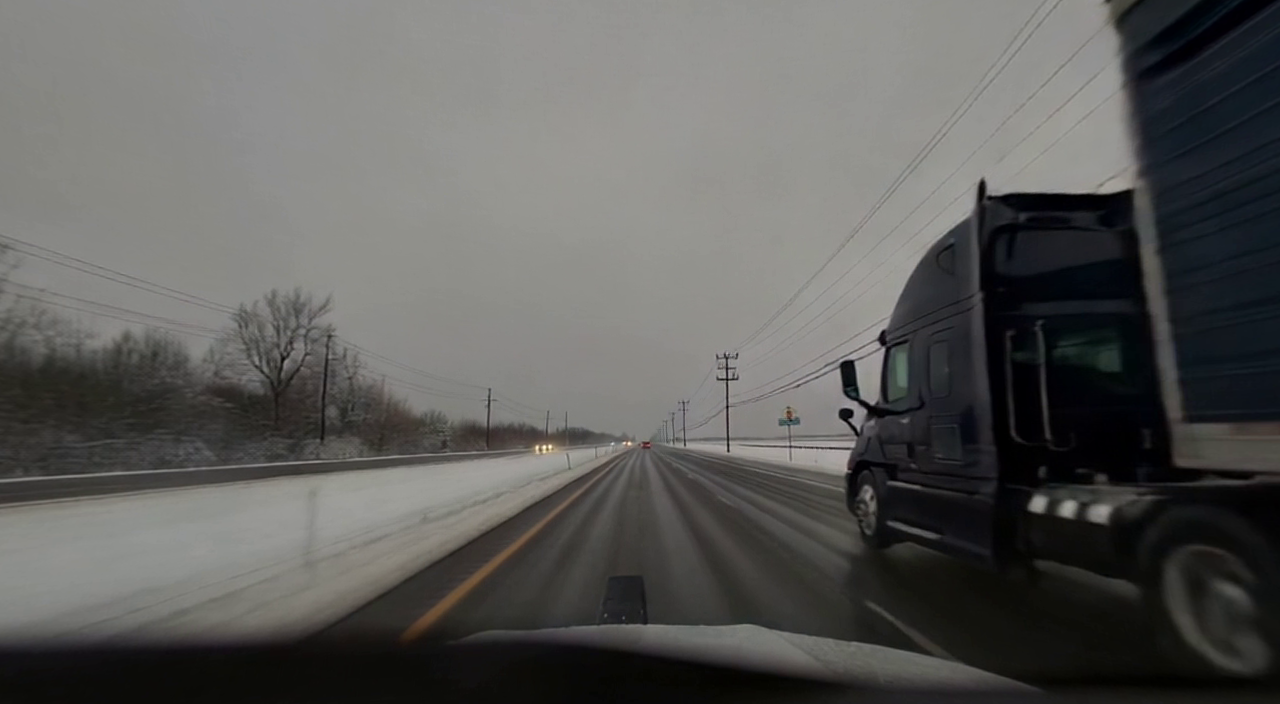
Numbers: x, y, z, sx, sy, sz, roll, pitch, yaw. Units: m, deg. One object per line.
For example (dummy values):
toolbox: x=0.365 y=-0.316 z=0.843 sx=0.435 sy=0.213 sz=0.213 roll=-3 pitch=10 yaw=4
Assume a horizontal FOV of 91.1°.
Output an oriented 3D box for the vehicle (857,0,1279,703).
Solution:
vehicle: x=3.955 y=-0.116 z=2.510 sx=3.031 sy=3.879 sz=8.478 roll=0 pitch=-8 yaw=0
